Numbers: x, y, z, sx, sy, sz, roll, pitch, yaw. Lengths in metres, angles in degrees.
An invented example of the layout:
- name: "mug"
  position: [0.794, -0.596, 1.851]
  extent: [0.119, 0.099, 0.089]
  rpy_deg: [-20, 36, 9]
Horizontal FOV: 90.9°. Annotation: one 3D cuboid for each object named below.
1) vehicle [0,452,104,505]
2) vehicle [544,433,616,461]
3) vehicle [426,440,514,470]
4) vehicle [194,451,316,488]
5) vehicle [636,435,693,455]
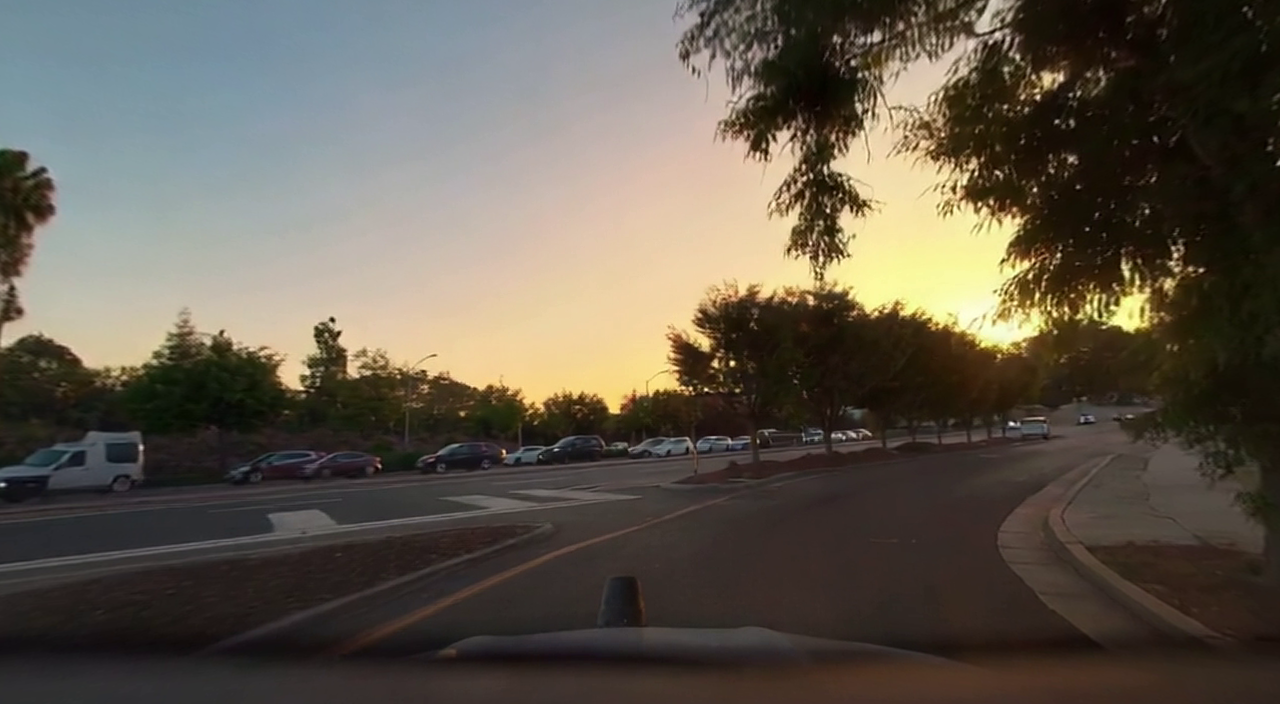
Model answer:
- name: "vehicle"
  position: [-23.411, 4.626, 23.221]
  extent: [2.002, 1.838, 5.256]
  rpy_deg: [-8, -12, 44]
- name: "vehicle"
  position: [-4.012, 6.449, 42.668]
  extent: [1.969, 1.758, 4.662]
  rpy_deg: [-8, -12, 44]
- name: "vehicle"
  position: [-9.817, 5.973, 36.688]
  extent: [1.876, 1.642, 4.600]
  rpy_deg: [-8, -12, 43]
- name: "vehicle"
  position: [-17.674, 5.349, 29.047]
  extent: [1.777, 1.497, 4.399]
  rpy_deg: [-8, -12, 44]
- name: "vehicle"
  position: [1.924, 7.154, 48.327]
  extent: [4.377, 1.473, 1.832]
  rpy_deg: [8, -12, -44]
